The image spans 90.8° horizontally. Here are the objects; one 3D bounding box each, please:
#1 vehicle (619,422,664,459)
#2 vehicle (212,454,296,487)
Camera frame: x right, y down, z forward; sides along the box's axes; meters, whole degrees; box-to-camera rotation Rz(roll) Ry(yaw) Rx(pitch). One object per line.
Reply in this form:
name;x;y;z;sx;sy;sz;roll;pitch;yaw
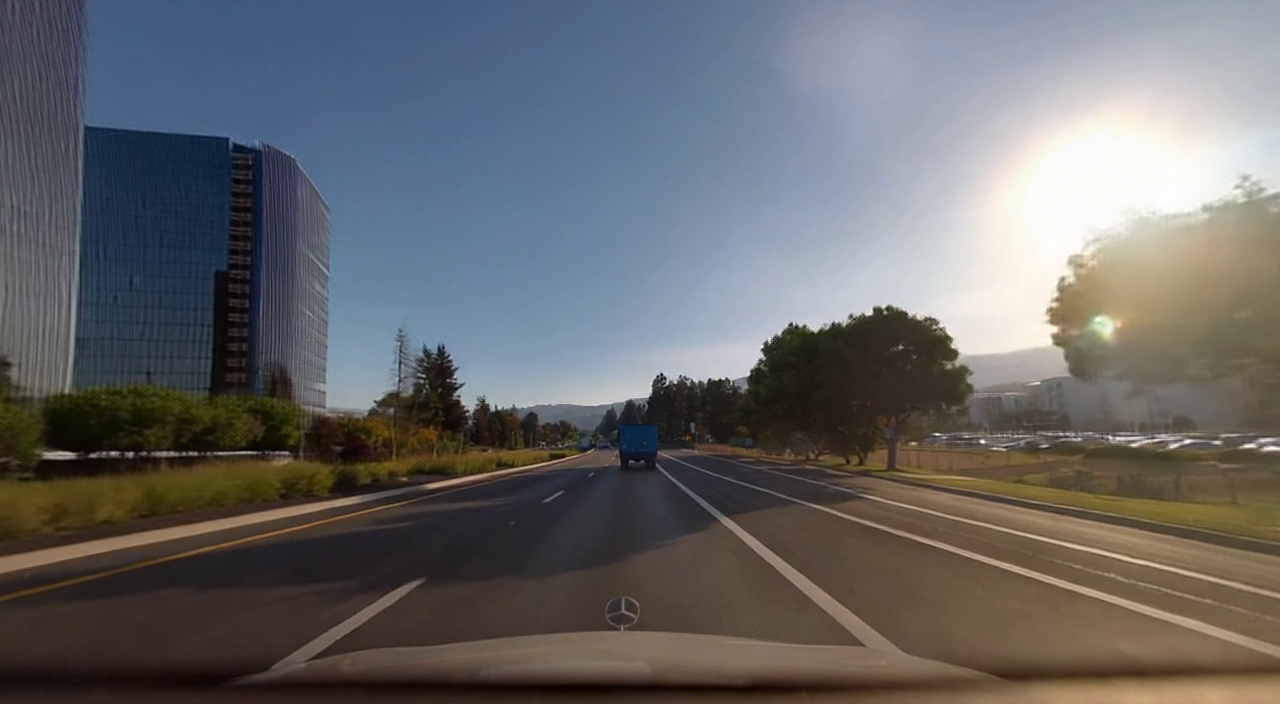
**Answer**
vehicle;0.009;4.880;34.624;2.178;1.829;4.932;0;-9;-3
vehicle;-23.257;7.137;38.326;2.014;1.784;4.878;0;-9;0
